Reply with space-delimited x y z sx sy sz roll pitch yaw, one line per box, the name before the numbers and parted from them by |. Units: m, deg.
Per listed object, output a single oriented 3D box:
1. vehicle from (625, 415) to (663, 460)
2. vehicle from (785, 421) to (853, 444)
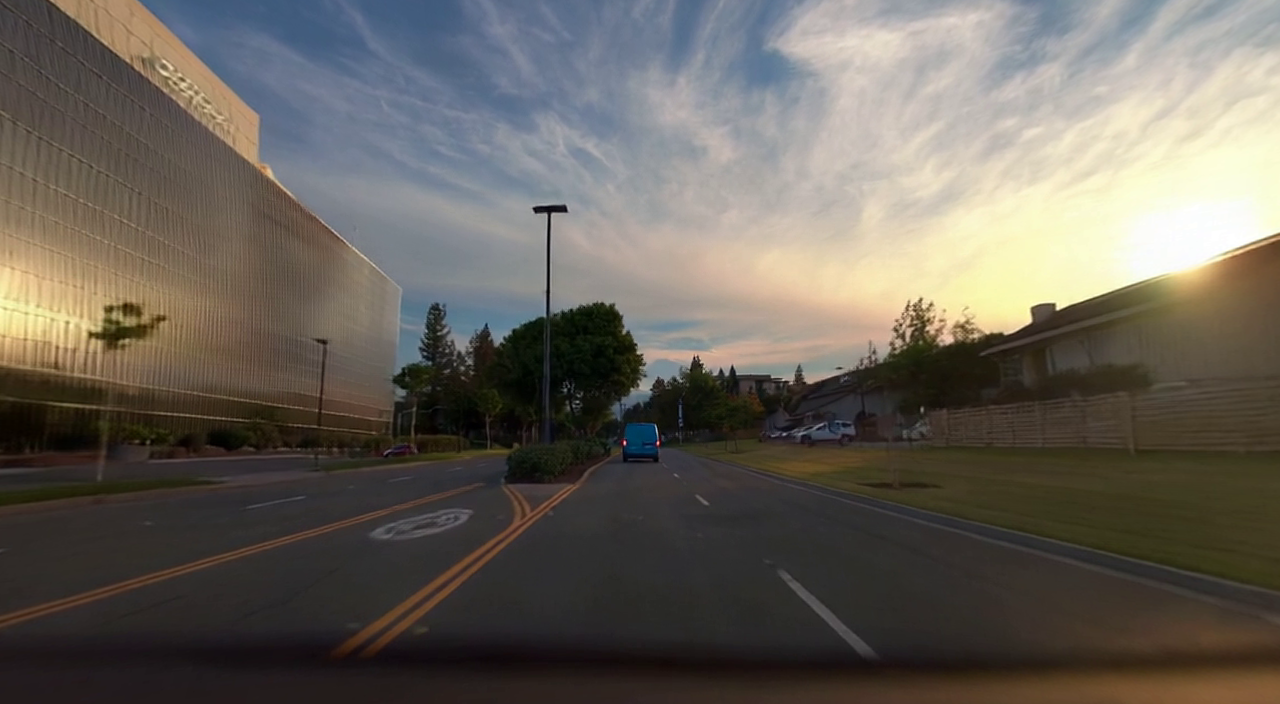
vehicle | 0.212 5.800 42.755 2.435 2.816 5.232 0 -8 -1
vehicle | 12.555 5.662 44.331 4.184 1.578 1.976 0 -8 -2
